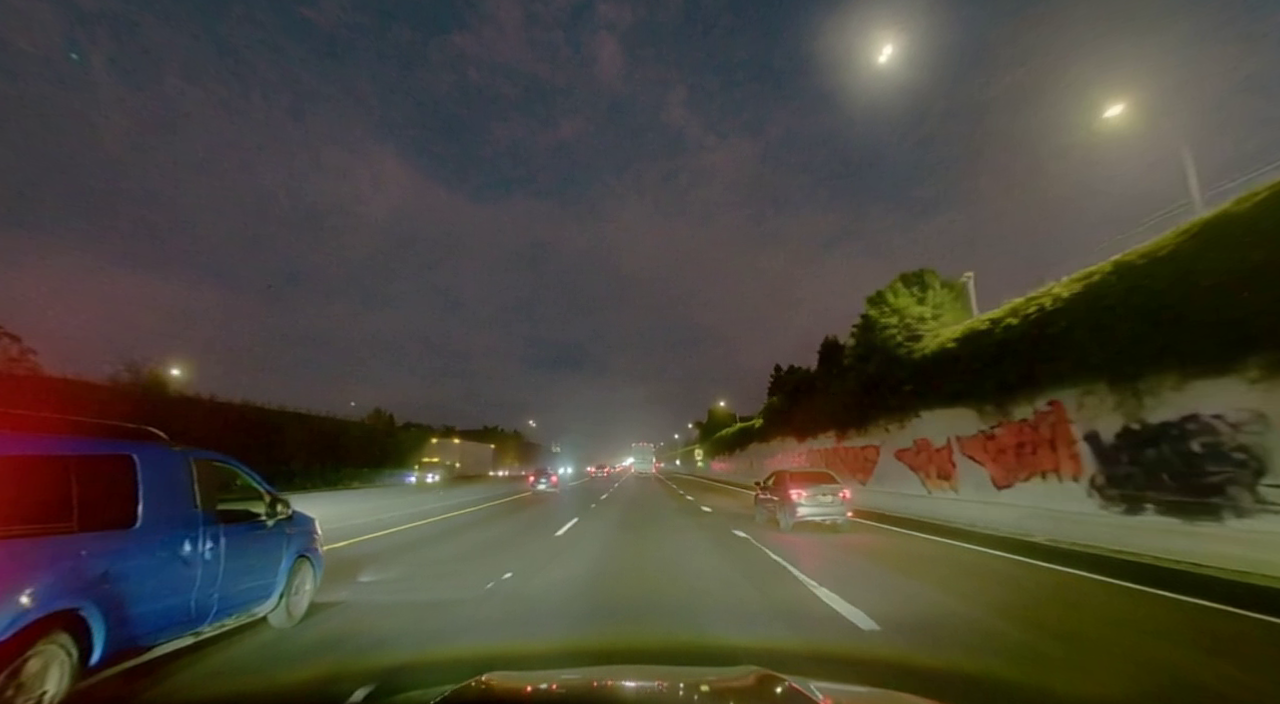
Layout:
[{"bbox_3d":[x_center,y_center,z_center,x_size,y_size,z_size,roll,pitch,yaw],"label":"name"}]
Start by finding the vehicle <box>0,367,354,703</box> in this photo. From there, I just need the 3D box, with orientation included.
[{"bbox_3d":[-3.436,0.976,2.992,2.004,1.610,4.508,1,-10,0],"label":"vehicle"}]

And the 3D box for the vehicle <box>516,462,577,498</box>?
[{"bbox_3d":[-4.060,5.682,28.147,2.054,1.443,4.131,1,-10,0],"label":"vehicle"}]

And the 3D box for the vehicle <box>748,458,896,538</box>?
[{"bbox_3d":[3.803,3.134,14.001,1.917,1.458,4.199,1,-10,-2],"label":"vehicle"}]
